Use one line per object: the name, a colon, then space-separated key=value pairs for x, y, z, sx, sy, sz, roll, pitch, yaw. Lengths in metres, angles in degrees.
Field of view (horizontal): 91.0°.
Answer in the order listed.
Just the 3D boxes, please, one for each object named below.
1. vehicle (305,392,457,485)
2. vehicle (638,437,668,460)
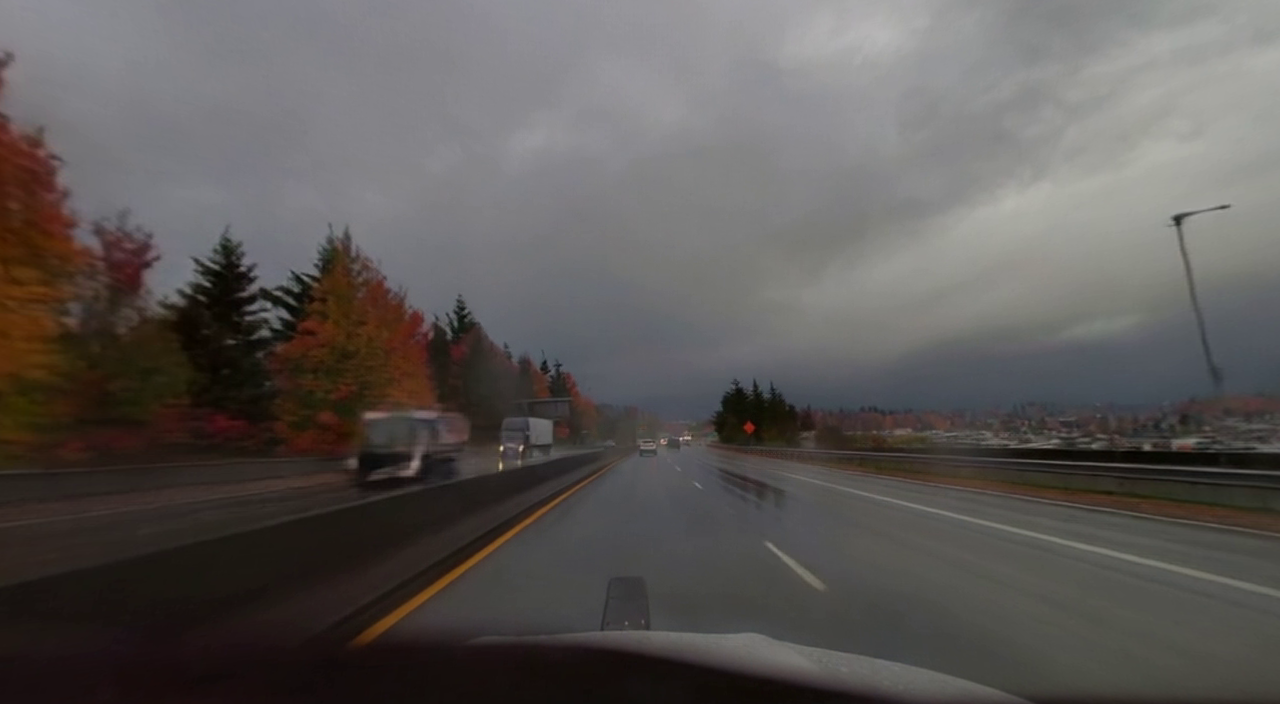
vehicle: x=-8.044 y=2.819 z=20.404 sx=2.330 sy=2.559 sz=5.751 roll=0 pitch=-8 yaw=1
vehicle: x=0.846 y=6.385 z=41.726 sx=1.924 sy=1.498 sz=3.817 roll=0 pitch=-8 yaw=1
